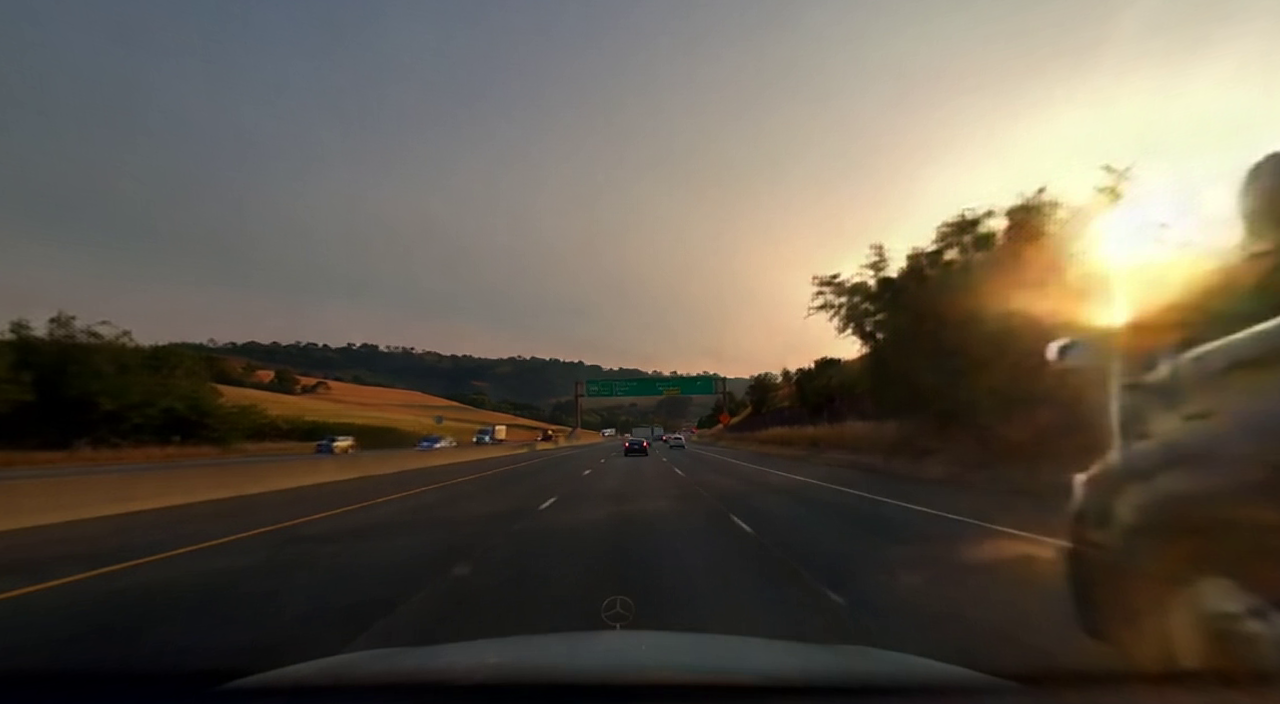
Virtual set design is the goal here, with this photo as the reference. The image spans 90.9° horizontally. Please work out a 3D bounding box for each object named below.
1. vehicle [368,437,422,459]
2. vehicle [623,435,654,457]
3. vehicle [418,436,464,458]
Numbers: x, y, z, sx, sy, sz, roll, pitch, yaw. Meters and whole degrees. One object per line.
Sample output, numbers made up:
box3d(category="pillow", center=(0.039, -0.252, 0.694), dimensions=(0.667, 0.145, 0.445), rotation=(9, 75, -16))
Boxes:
box3d(category="vehicle", center=(-18.320, 7.183, 47.334), dimensions=(2.050, 1.481, 4.906), rotation=(0, -8, 1))
box3d(category="vehicle", center=(-0.129, 6.717, 45.270), dimensions=(2.140, 1.475, 3.969), rotation=(0, -8, 0))
box3d(category="vehicle", center=(-14.154, 6.754, 44.955), dimensions=(1.976, 1.489, 3.932), rotation=(0, -8, 1))
